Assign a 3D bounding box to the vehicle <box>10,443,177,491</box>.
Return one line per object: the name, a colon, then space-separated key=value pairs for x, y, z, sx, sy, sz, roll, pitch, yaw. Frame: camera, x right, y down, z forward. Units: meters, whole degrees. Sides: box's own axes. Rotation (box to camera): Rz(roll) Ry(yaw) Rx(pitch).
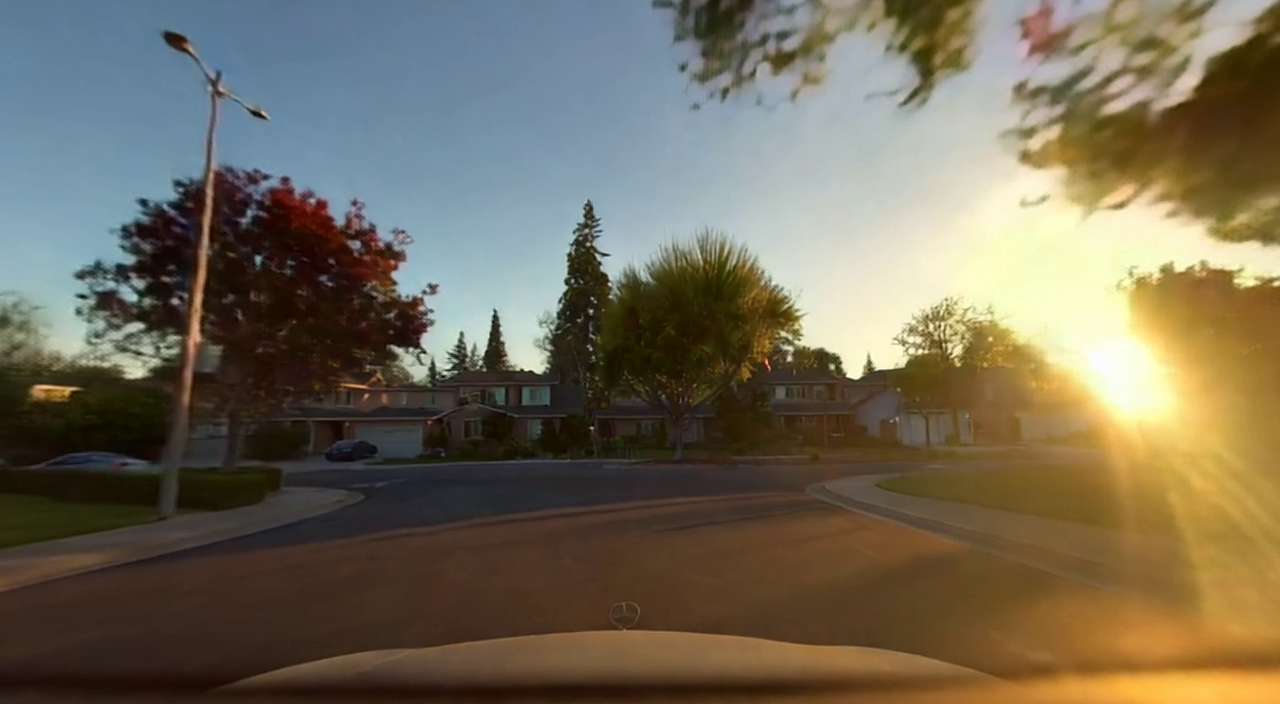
vehicle: x=-21.566 y=4.527 z=25.104 sx=4.594 sy=1.778 sz=2.055 roll=1 pitch=-8 yaw=-2
